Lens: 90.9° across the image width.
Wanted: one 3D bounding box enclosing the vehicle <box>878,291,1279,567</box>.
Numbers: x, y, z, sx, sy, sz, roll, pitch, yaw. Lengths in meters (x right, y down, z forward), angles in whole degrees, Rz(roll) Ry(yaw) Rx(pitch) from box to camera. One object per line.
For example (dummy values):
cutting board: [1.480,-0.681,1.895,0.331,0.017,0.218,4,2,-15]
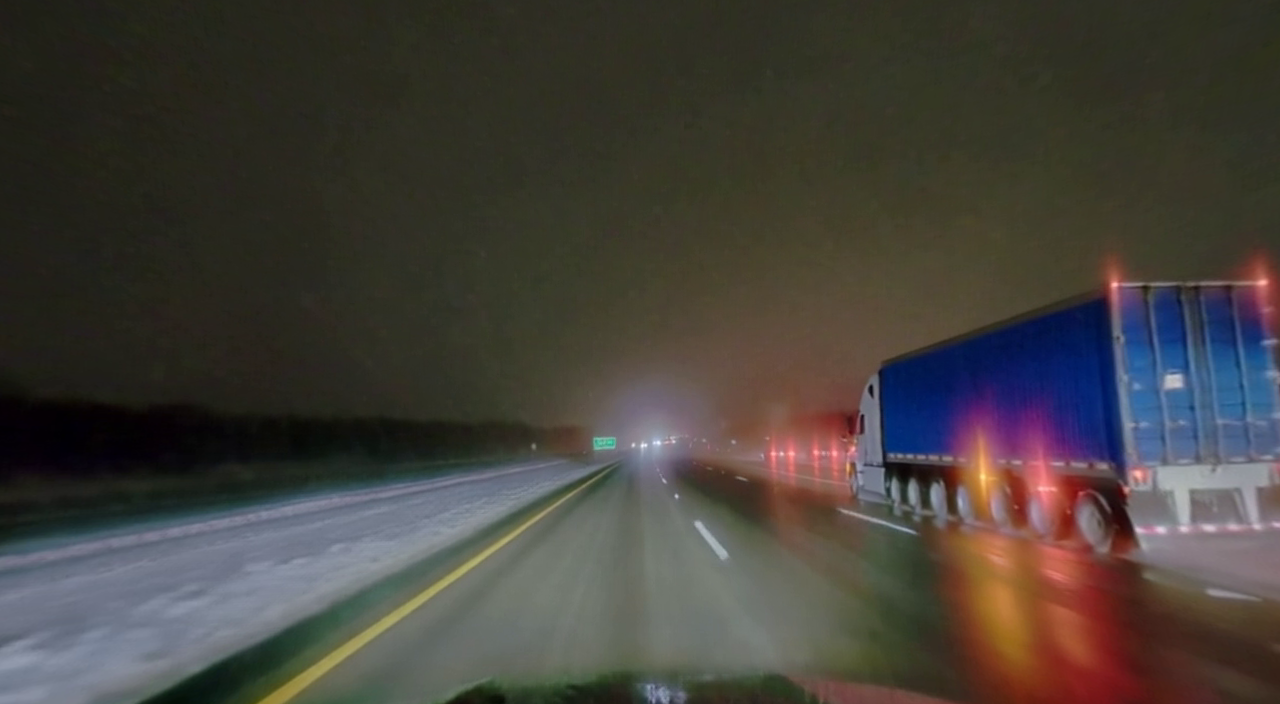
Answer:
vehicle: [7.041,1.425,11.073,2.690,3.197,7.515,1,-9,0]
